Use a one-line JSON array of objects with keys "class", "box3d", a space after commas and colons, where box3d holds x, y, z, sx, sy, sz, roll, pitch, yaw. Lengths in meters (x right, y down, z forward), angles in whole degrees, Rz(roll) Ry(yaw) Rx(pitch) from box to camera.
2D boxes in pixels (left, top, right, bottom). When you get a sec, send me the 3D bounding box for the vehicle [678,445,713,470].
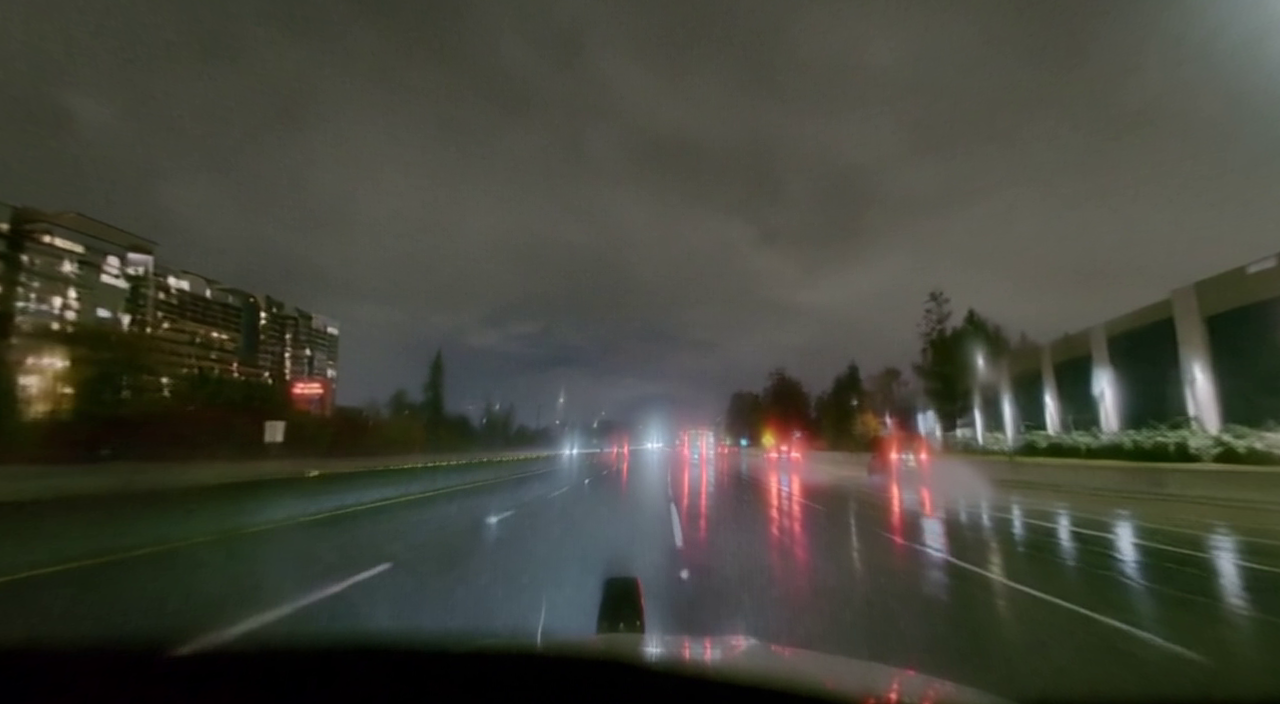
[{"class": "vehicle", "box3d": [3.682, 7.101, 42.514, 1.974, 1.557, 4.479, 0, -9, 0]}]
